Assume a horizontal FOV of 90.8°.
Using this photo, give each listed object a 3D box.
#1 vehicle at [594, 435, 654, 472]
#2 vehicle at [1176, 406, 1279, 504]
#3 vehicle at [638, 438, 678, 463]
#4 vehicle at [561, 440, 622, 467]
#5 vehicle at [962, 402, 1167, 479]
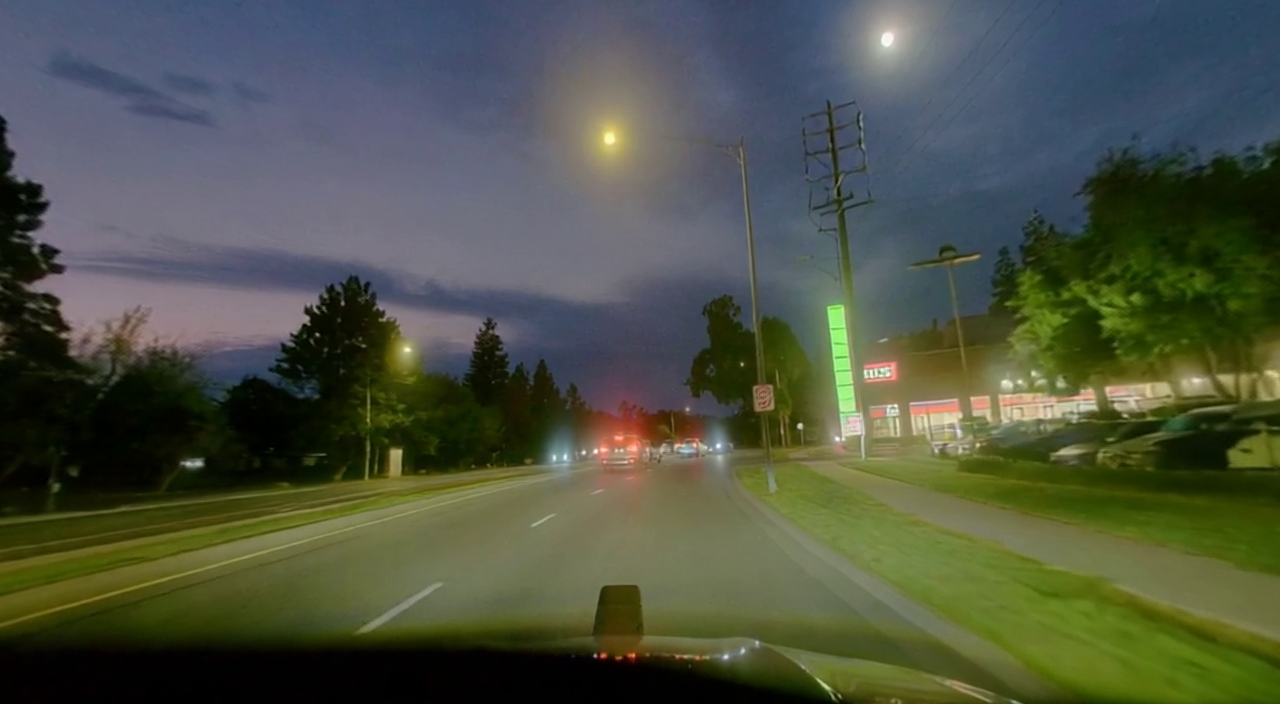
[{"bbox_3d":[-0.754,5.359,33.612,2.168,1.783,4.695,-3,-9,11],"label":"vehicle"},{"bbox_3d":[11.794,1.630,10.155,4.423,1.455,2.034,-1,-9,1],"label":"vehicle"},{"bbox_3d":[1.284,6.853,43.980,2.002,1.664,4.113,-2,-9,13],"label":"vehicle"},{"bbox_3d":[-3.265,6.696,41.694,1.799,1.682,4.637,6,-11,-37],"label":"vehicle"},{"bbox_3d":[12.399,2.633,18.745,4.408,1.682,2.040,-7,-9,1],"label":"vehicle"}]
